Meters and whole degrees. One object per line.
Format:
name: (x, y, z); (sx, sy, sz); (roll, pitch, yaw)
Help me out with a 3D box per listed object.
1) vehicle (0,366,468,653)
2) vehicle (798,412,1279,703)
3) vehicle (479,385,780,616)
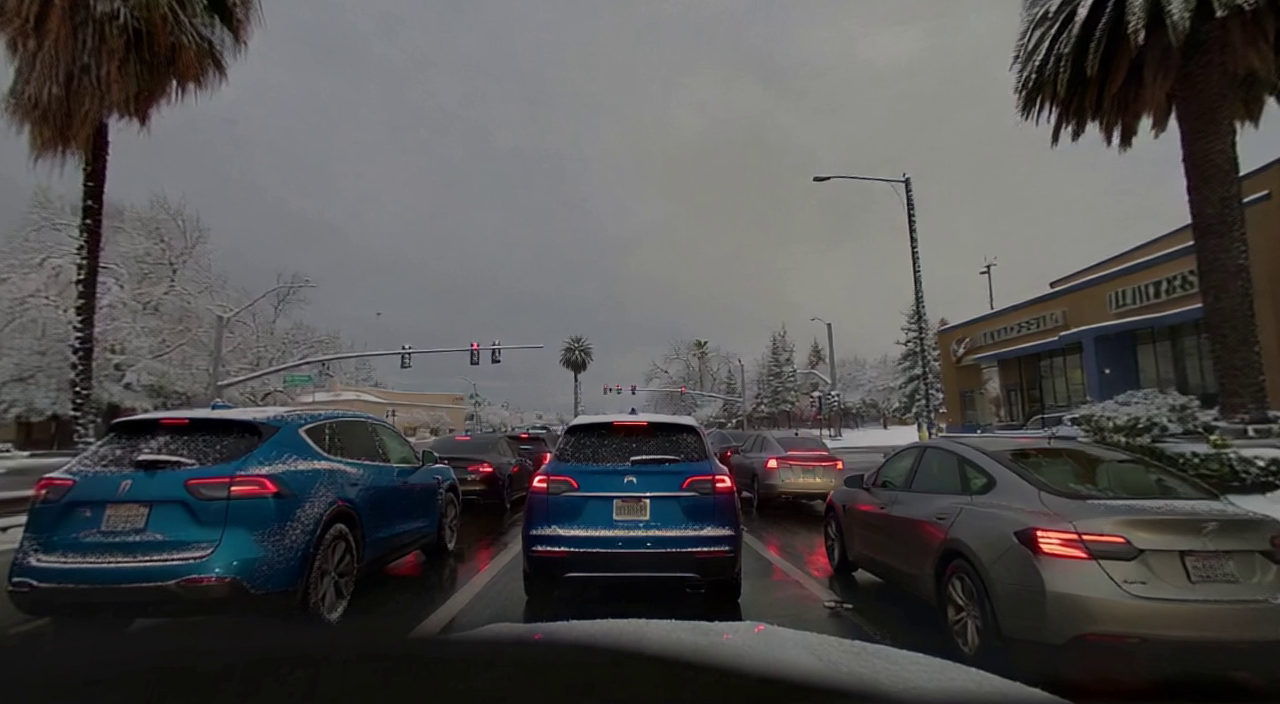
vehicle: (-3.350, 1.281, 6.134); (2.014, 1.755, 4.360); (0, -8, 1)
vehicle: (2.955, 1.370, 5.253); (2.017, 1.491, 4.611); (0, -8, -1)
vehicle: (-0.127, 1.454, 7.063); (2.280, 1.747, 4.361); (0, -8, -1)
